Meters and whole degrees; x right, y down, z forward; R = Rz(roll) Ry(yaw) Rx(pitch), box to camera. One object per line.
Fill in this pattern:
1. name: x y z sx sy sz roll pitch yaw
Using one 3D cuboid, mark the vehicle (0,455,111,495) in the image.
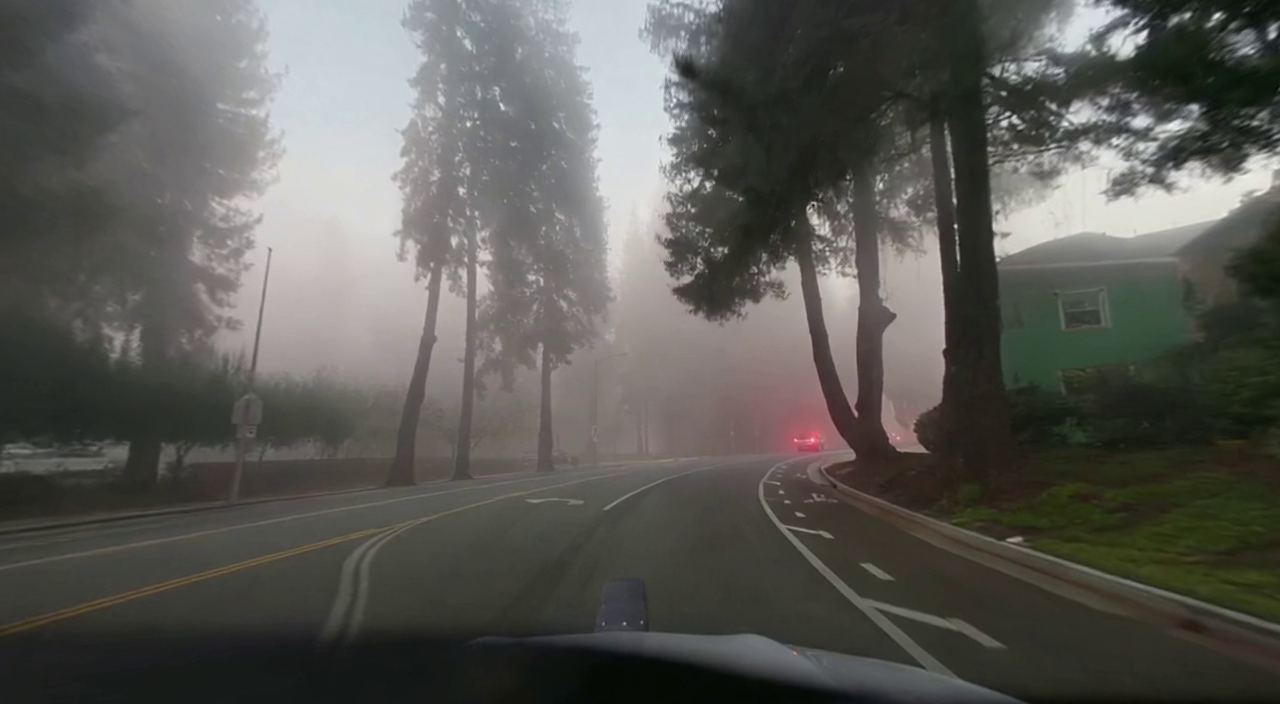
1. vehicle: -38.414 8.028 41.228 6.662 2.398 2.719 -5 -11 22
